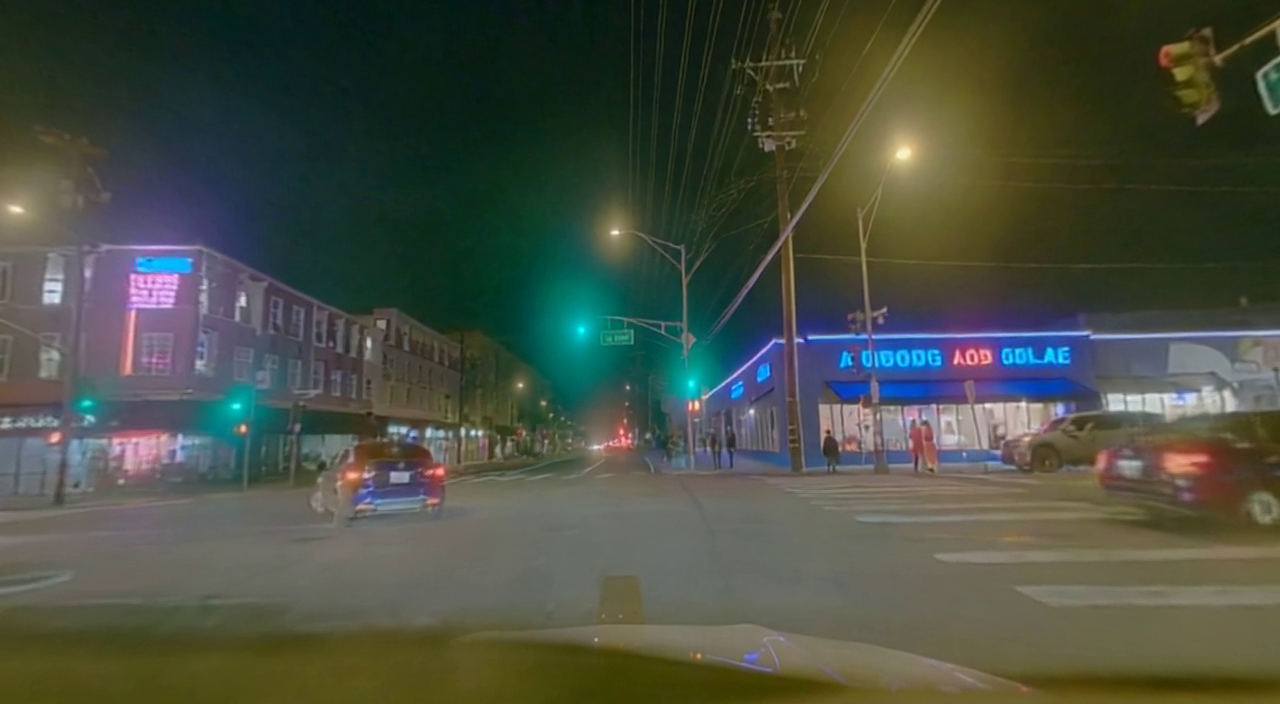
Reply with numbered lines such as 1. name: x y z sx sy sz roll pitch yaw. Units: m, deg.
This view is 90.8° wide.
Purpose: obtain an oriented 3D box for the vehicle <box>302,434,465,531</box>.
1. vehicle: -5.077 2.350 12.124 2.097 1.457 4.439 5 -10 -31

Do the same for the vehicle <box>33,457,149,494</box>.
1. vehicle: -23.518 5.285 27.156 3.360 1.392 1.674 -1 -9 -1

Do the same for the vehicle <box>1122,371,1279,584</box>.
1. vehicle: 7.399 1.096 5.718 4.714 1.686 1.973 1 -8 -9
